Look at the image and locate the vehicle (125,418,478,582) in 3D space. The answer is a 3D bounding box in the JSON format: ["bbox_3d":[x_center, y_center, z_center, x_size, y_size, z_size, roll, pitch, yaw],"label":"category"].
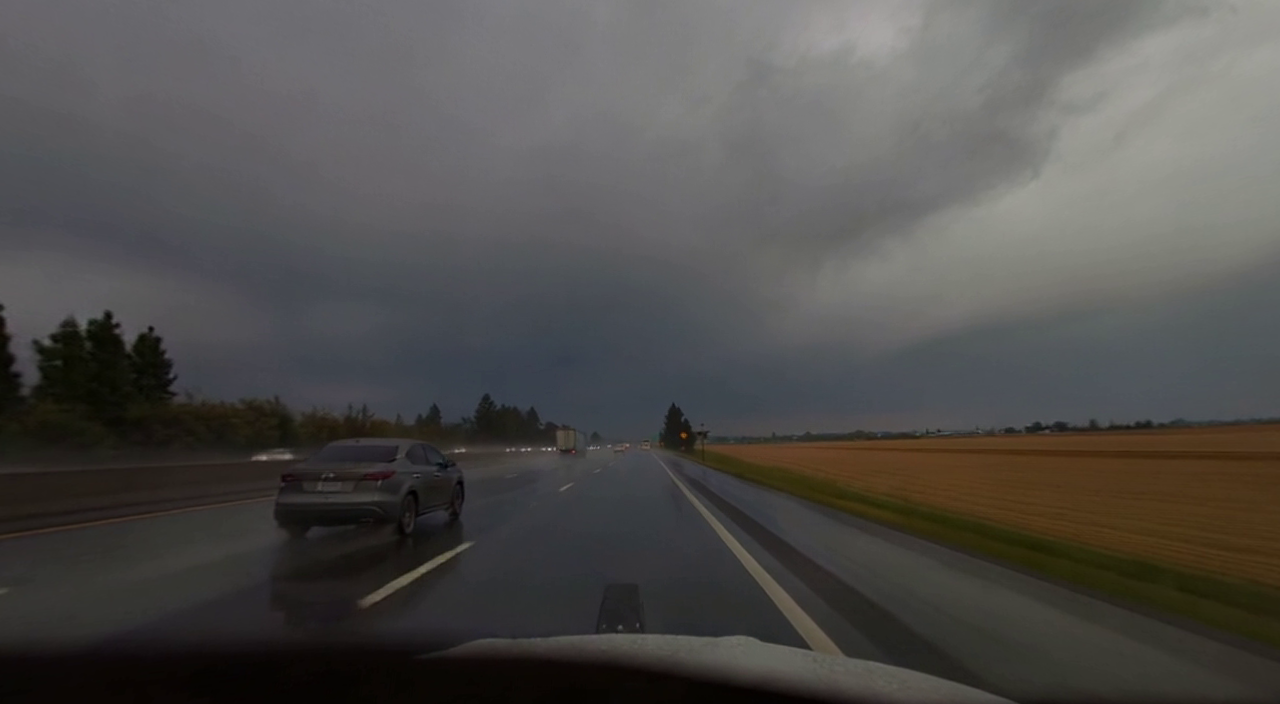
[{"bbox_3d":[-3.880,1.788,8.500,2.028,1.553,4.820,0,-9,1],"label":"vehicle"}]
